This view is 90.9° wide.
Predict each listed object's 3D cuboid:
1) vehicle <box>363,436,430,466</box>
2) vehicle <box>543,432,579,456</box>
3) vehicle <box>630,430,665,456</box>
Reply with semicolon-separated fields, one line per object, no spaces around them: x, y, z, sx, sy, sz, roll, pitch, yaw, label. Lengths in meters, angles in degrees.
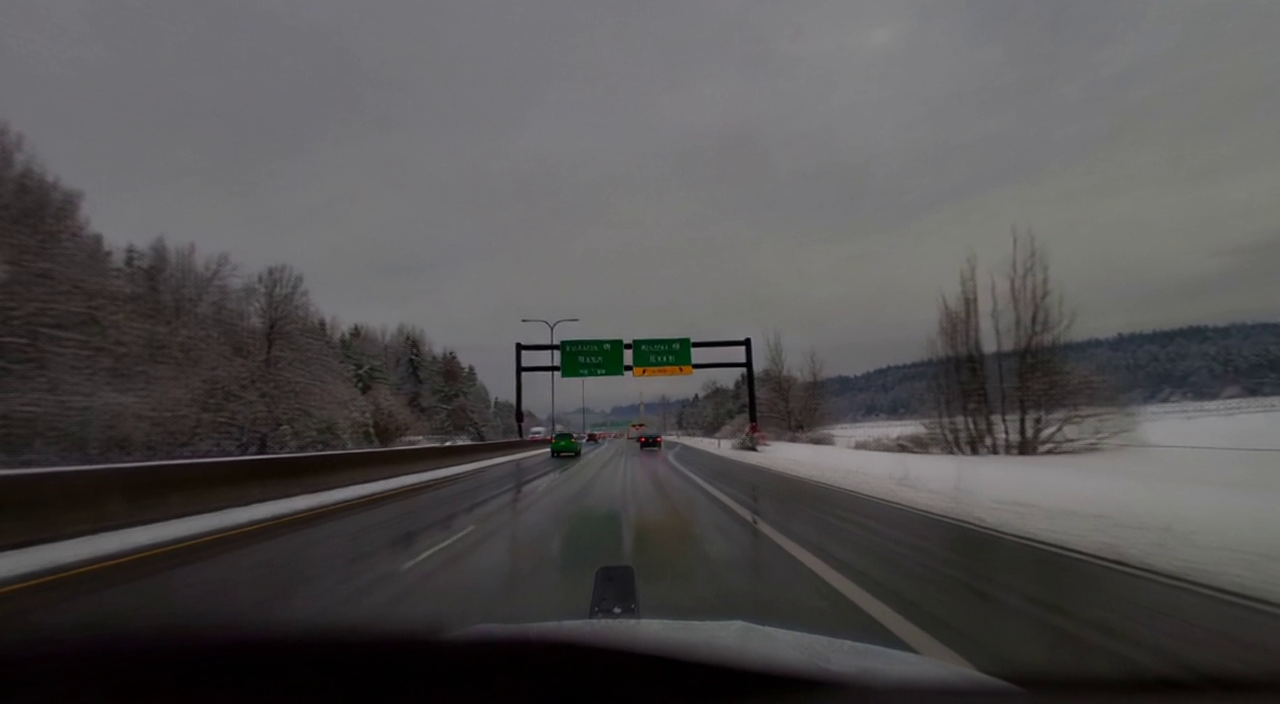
-13.397;5.444;34.988;1.976;1.495;4.556;0;-8;-1;vehicle
-5.177;6.050;41.519;1.959;1.514;3.668;0;-8;-1;vehicle
0.466;5.849;40.581;2.139;1.561;4.060;0;-8;1;vehicle
